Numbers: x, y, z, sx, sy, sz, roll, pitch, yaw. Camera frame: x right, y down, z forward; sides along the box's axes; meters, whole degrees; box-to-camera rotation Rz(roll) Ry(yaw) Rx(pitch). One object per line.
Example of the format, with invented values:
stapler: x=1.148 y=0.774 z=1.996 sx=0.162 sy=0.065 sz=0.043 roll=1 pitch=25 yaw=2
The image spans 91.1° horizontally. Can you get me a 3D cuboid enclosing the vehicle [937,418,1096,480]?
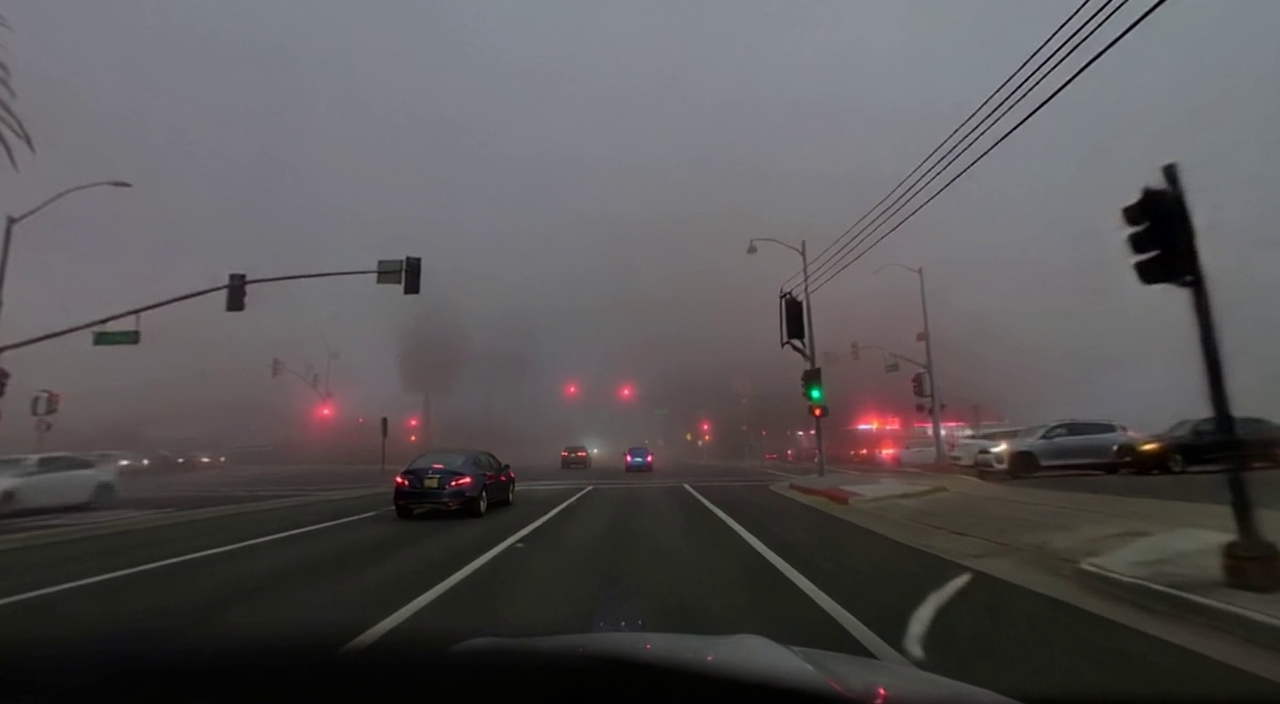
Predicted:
vehicle: x=10.992 y=2.890 z=18.779 sx=1.982 sy=1.623 sz=4.211 roll=0 pitch=-8 yaw=-2

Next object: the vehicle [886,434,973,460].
vehicle: x=22.698 y=7.464 z=49.362 sx=5.659 sy=1.913 sz=2.321 roll=0 pitch=-8 yaw=-3

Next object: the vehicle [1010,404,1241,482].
vehicle: x=13.690 y=2.667 z=18.414 sx=2.345 sy=1.886 sz=5.809 roll=-1 pitch=-8 yaw=3

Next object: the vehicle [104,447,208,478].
vehicle: x=-29.650 y=6.748 z=38.579 sx=4.640 sy=1.809 sz=2.118 roll=0 pitch=-8 yaw=1

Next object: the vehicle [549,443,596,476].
vehicle: x=-3.547 y=5.711 z=33.642 sx=1.979 sy=1.634 sz=3.957 roll=0 pitch=-8 yaw=2

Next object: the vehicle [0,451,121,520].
vehicle: x=-15.198 y=3.116 z=14.817 sx=1.930 sy=1.476 sz=4.543 roll=0 pitch=-8 yaw=1

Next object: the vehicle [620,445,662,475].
vehicle: x=0.085 y=5.689 z=33.304 sx=2.094 sy=1.496 sz=4.070 roll=0 pitch=-8 yaw=1

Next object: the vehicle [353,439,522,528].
vehicle: x=-3.912 y=2.597 z=13.054 sx=1.904 sy=1.513 sz=4.410 roll=0 pitch=-8 yaw=2

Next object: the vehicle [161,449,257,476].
vehicle: x=-28.790 y=7.377 z=42.006 sx=4.945 sy=1.582 sz=1.938 roll=-2 pitch=-10 yaw=-1

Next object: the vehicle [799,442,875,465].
vehicle: x=13.384 y=6.895 z=42.846 sx=4.532 sy=1.504 sz=2.087 roll=0 pitch=-8 yaw=1
